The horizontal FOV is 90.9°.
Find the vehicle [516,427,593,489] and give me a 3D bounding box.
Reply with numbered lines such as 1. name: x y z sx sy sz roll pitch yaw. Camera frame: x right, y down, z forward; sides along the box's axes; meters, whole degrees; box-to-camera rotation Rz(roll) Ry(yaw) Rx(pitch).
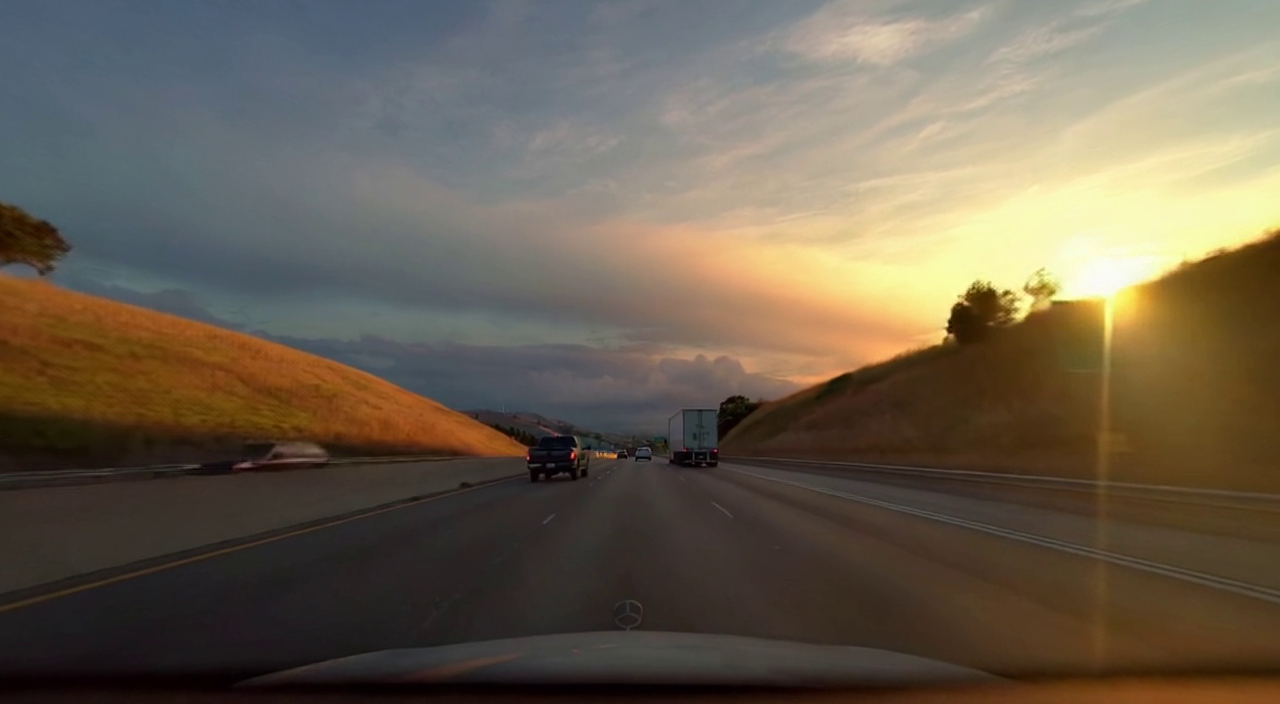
1. vehicle: -3.027 3.899 23.270 2.142 2.044 4.446 0 -9 1

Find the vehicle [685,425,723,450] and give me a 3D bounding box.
1. vehicle: 4.129 5.678 41.354 1.968 1.547 4.215 0 -9 -2

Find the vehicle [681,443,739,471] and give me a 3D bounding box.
1. vehicle: 4.254 6.633 40.074 2.654 1.574 9.537 0 -9 0

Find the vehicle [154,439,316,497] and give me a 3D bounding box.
1. vehicle: -11.229 3.221 17.877 1.939 1.460 4.031 0 -9 -1

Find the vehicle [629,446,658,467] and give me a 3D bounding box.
1. vehicle: 0.276 7.886 47.753 2.086 1.497 3.681 0 -9 0
